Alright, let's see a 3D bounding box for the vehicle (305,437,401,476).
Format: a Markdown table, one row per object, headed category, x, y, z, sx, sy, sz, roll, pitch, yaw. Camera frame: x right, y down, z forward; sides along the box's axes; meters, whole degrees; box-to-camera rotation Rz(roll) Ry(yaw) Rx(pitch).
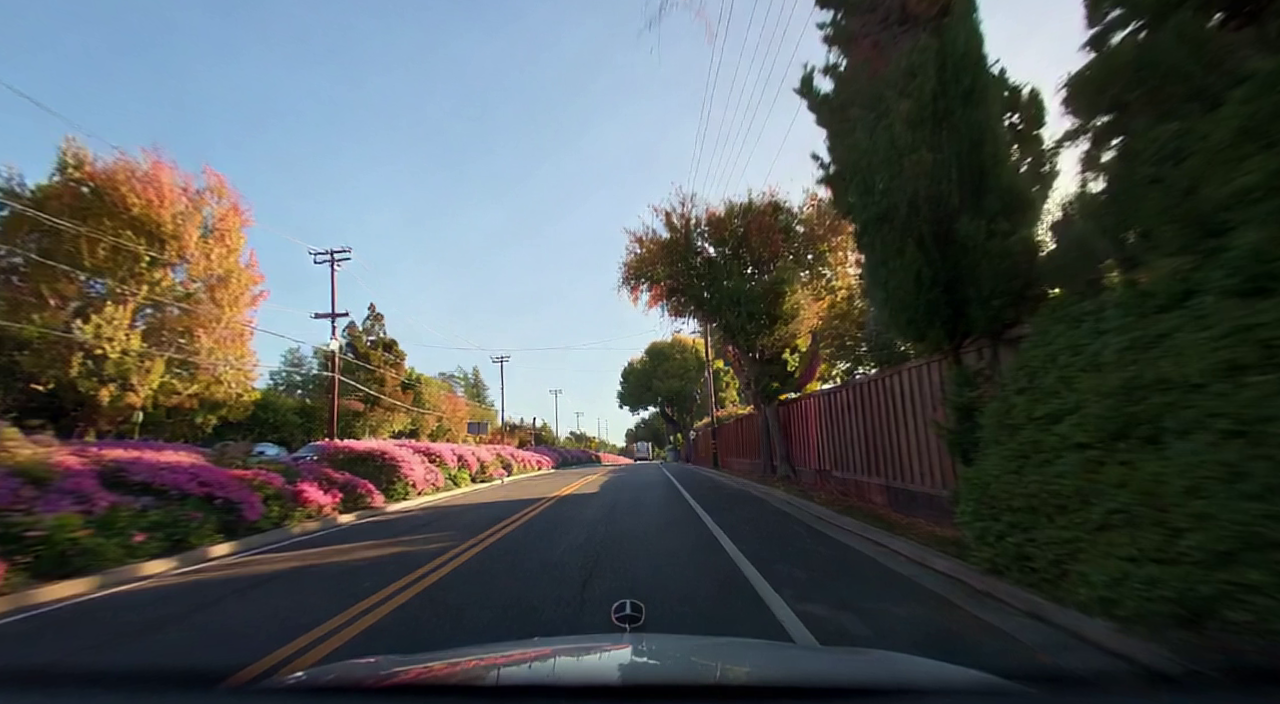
| category | x | y | z | sx | sy | sz | roll | pitch | yaw |
| --- | --- | --- | --- | --- | --- | --- | --- | --- | --- |
| vehicle | -15.000 | 5.502 | 33.424 | 2.266 | 1.851 | 5.789 | 0 | -8 | 1 |
